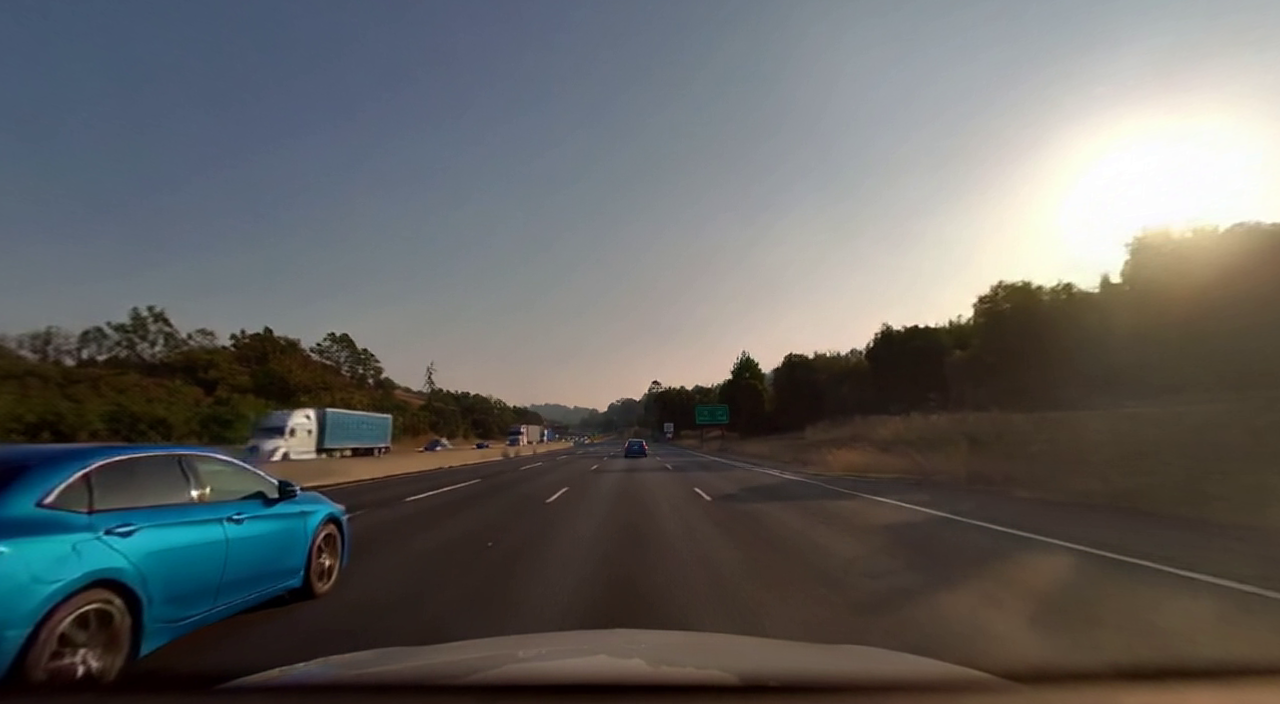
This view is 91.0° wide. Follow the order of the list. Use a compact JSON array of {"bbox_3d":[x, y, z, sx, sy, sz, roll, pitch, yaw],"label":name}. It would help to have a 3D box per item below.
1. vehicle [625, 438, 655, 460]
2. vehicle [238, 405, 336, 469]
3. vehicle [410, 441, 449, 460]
[{"bbox_3d":[-0.034,6.780,43.937,2.028,1.440,3.690,0,-8,-1],"label":"vehicle"},{"bbox_3d":[-22.956,5.575,41.371,2.915,3.852,5.920,0,-8,0],"label":"vehicle"},{"bbox_3d":[-16.515,7.745,49.628,1.759,1.446,3.742,-1,-8,0],"label":"vehicle"}]
